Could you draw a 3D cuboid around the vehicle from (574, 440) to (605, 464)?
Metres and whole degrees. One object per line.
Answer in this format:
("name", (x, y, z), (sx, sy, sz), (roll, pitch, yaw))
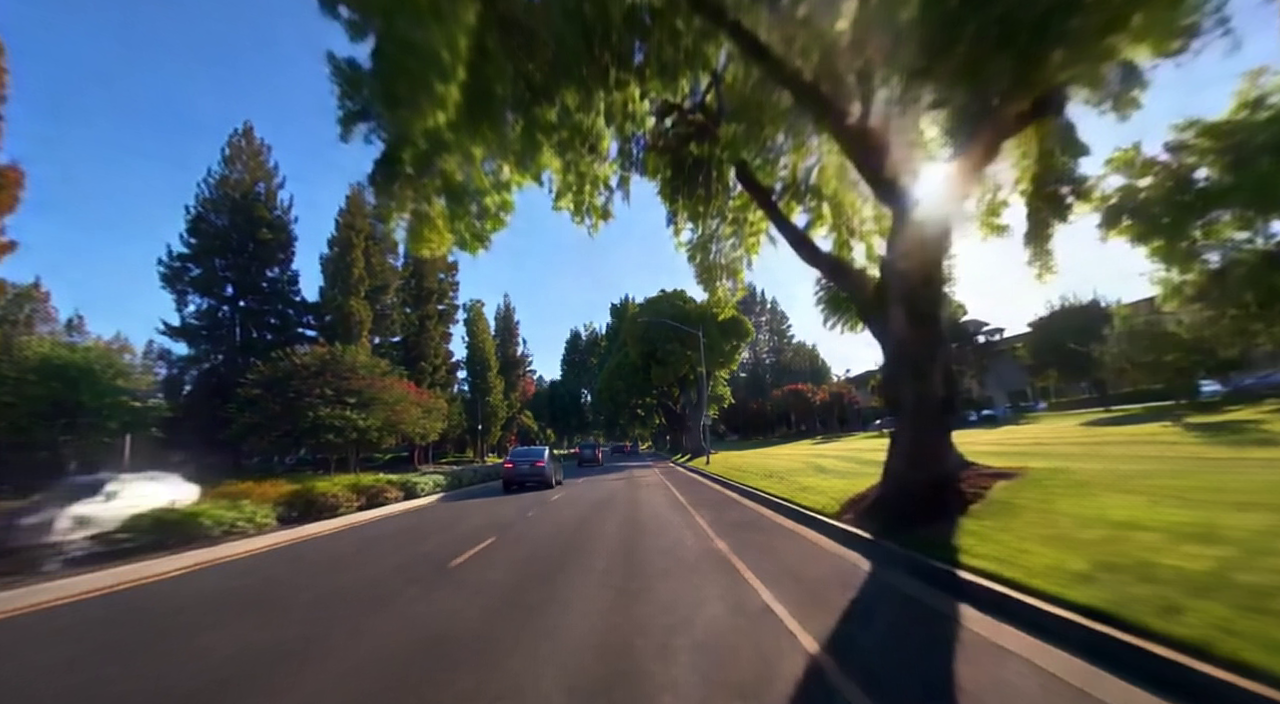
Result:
("vehicle", (-3.912, 7.876, 49.819), (2.077, 1.725, 4.153), (0, -9, 0))

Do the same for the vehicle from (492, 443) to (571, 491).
("vehicle", (-3.588, 3.871, 21.635), (1.932, 1.431, 4.144), (0, -9, 1))

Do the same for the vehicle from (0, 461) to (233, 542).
("vehicle", (-11.758, 3.259, 14.418), (1.924, 1.430, 4.417), (-1, -9, 1))
